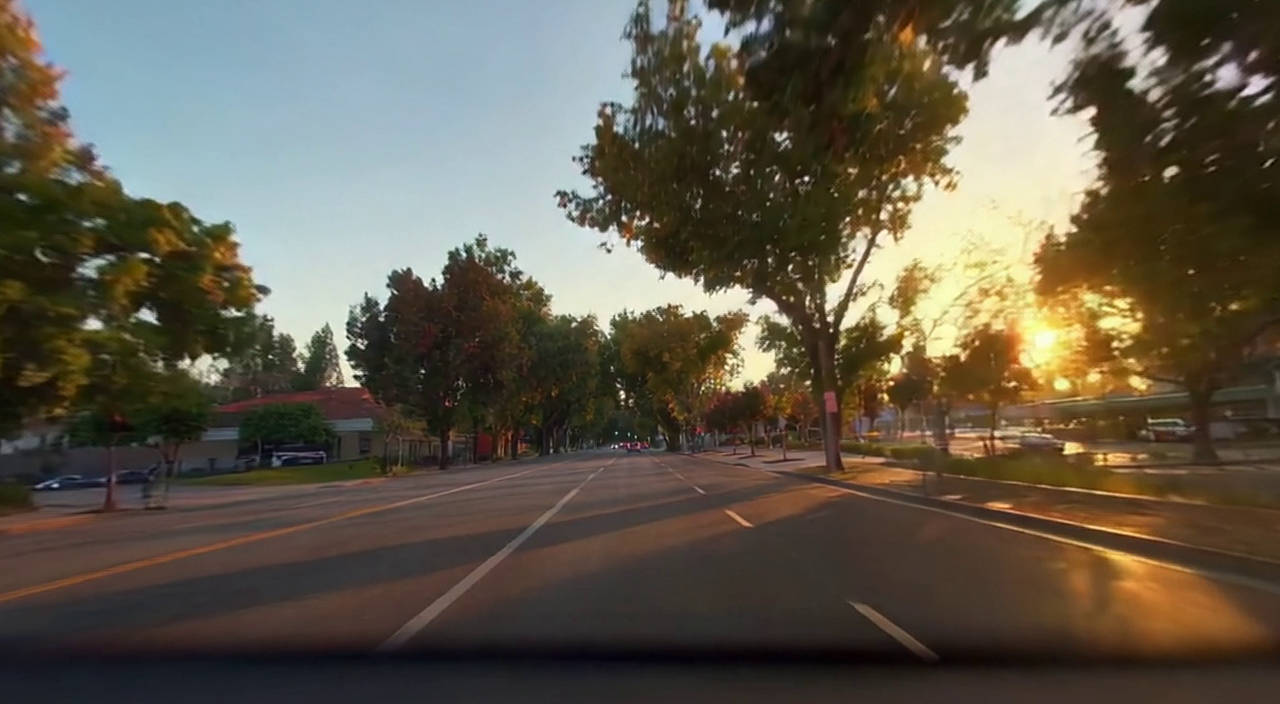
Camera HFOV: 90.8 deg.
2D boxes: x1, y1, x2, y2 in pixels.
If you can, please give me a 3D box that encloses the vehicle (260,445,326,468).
[{"bbox_3d":[-23.908,7.195,43.598,3.548,1.544,1.641,0,-8,1],"label":"vehicle"}]
